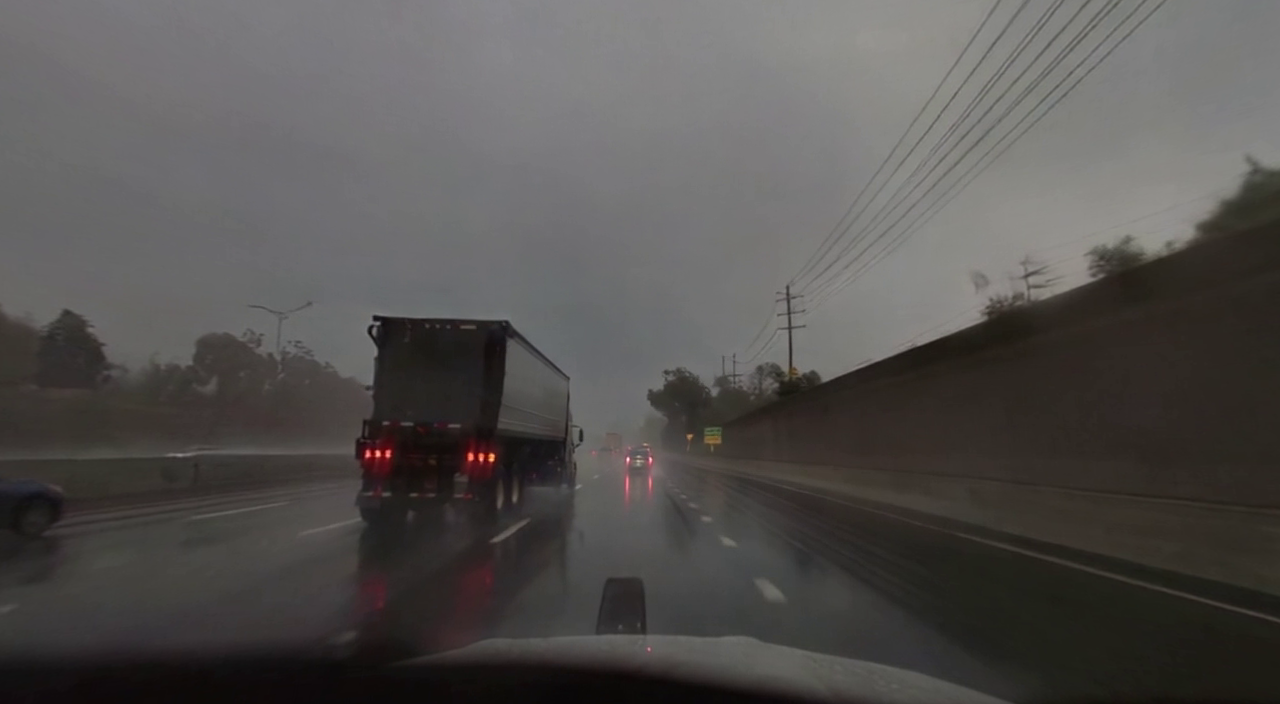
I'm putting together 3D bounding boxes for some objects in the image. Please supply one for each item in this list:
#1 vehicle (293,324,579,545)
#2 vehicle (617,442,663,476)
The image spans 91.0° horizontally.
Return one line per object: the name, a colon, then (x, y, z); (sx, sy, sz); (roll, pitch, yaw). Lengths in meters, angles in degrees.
vehicle: (-3.422, 1.878, 13.866); (3.023, 3.246, 9.102); (0, -9, 2)
vehicle: (0.004, 5.473, 32.347); (2.178, 1.640, 4.071); (0, -9, 0)
